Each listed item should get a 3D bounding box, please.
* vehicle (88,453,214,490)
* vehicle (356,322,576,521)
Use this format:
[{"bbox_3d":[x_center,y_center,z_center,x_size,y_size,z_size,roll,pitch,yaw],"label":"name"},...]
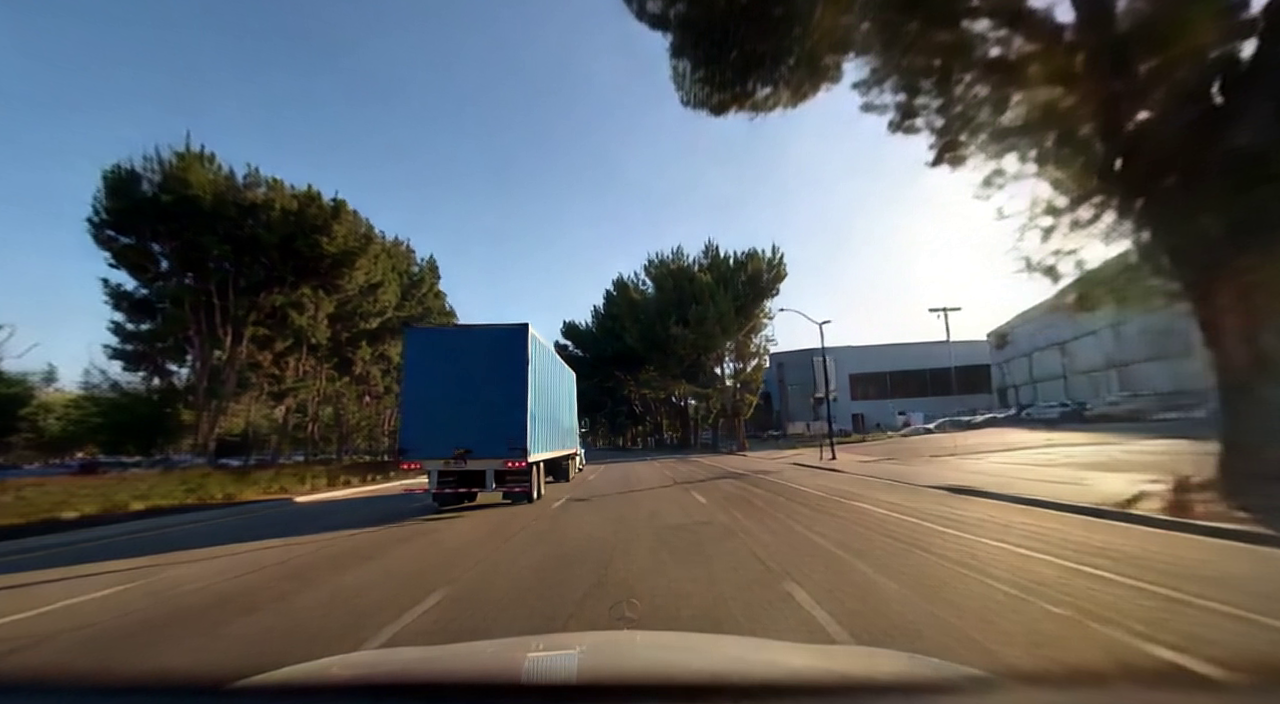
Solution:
[{"bbox_3d":[-22.217,5.408,29.011,2.022,1.493,4.767,0,-8,0],"label":"vehicle"},{"bbox_3d":[-3.418,1.778,15.167,2.910,3.419,8.376,0,-8,0],"label":"vehicle"}]
